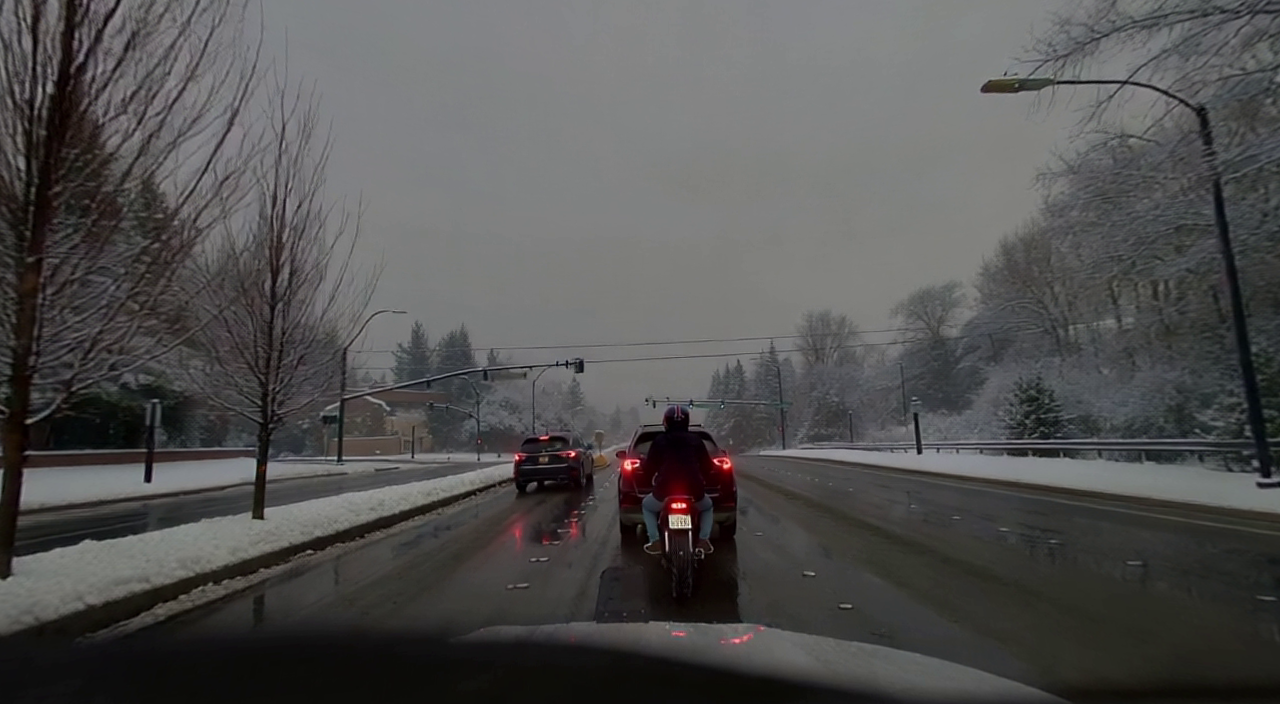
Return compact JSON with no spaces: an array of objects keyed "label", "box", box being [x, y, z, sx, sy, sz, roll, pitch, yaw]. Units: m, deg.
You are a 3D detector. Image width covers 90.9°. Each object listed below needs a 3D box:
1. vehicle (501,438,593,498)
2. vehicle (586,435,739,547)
[{"label":"vehicle","box":[-2.550,3.280,18.258,1.979,1.499,3.840,-1,-8,2]},{"label":"vehicle","box":[0.326,2.168,10.658,2.009,1.450,4.608,-1,-8,1]}]
